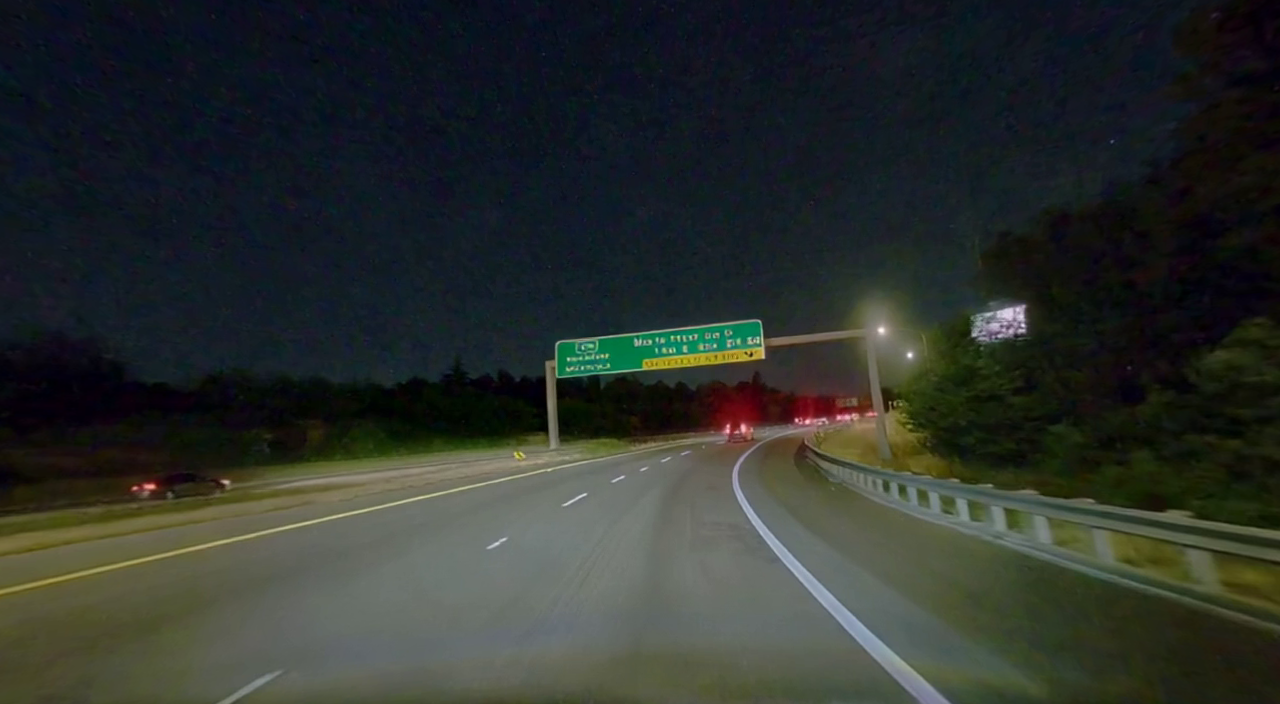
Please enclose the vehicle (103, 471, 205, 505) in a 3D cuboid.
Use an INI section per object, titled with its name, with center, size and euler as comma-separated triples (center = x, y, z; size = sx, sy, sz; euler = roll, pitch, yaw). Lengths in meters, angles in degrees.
[vehicle]
center = -29.963, 8.362, 38.836
size = 2.145, 1.717, 4.448
euler = -6, -11, 36
